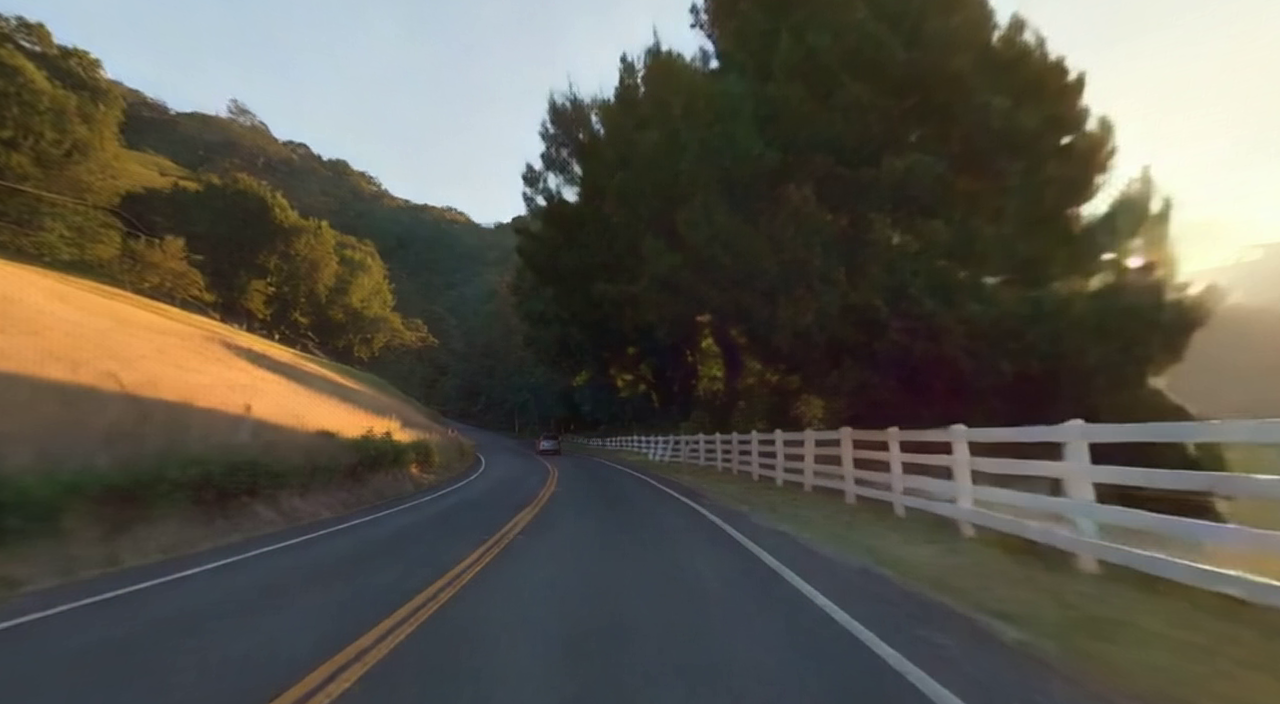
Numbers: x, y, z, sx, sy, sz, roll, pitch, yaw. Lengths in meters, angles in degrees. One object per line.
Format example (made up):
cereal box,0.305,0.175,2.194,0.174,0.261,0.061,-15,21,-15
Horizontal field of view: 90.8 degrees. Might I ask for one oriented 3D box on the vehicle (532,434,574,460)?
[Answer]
vehicle,-6.921,7.440,49.610,2.439,1.912,5.605,2,-9,-16
